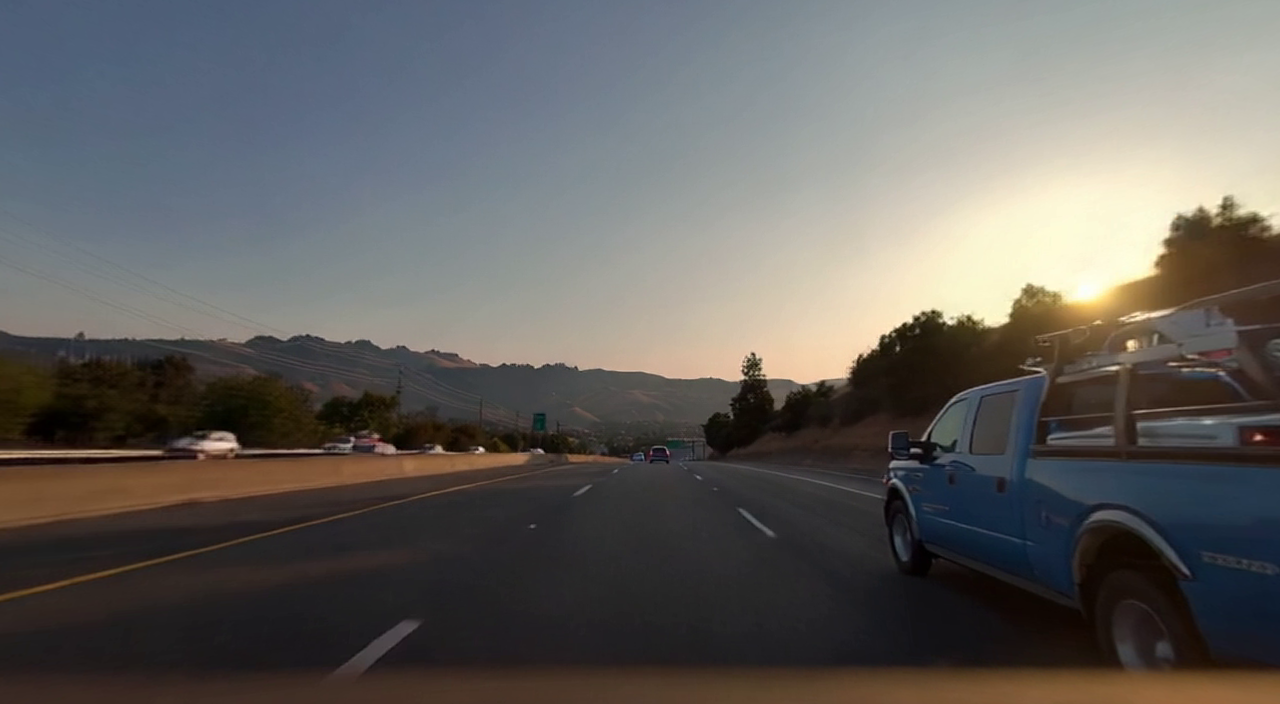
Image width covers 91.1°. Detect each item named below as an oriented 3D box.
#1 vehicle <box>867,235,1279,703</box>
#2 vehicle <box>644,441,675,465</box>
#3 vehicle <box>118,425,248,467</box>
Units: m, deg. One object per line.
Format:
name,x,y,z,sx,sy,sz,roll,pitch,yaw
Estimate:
vehicle,3.881,0.849,3.886,2.538,2.228,6.370,0,-9,0
vehicle,1.333,7.087,44.174,2.034,1.549,4.147,0,-9,0
vehicle,-25.288,5.278,35.182,2.321,2.109,6.362,0,-9,2
